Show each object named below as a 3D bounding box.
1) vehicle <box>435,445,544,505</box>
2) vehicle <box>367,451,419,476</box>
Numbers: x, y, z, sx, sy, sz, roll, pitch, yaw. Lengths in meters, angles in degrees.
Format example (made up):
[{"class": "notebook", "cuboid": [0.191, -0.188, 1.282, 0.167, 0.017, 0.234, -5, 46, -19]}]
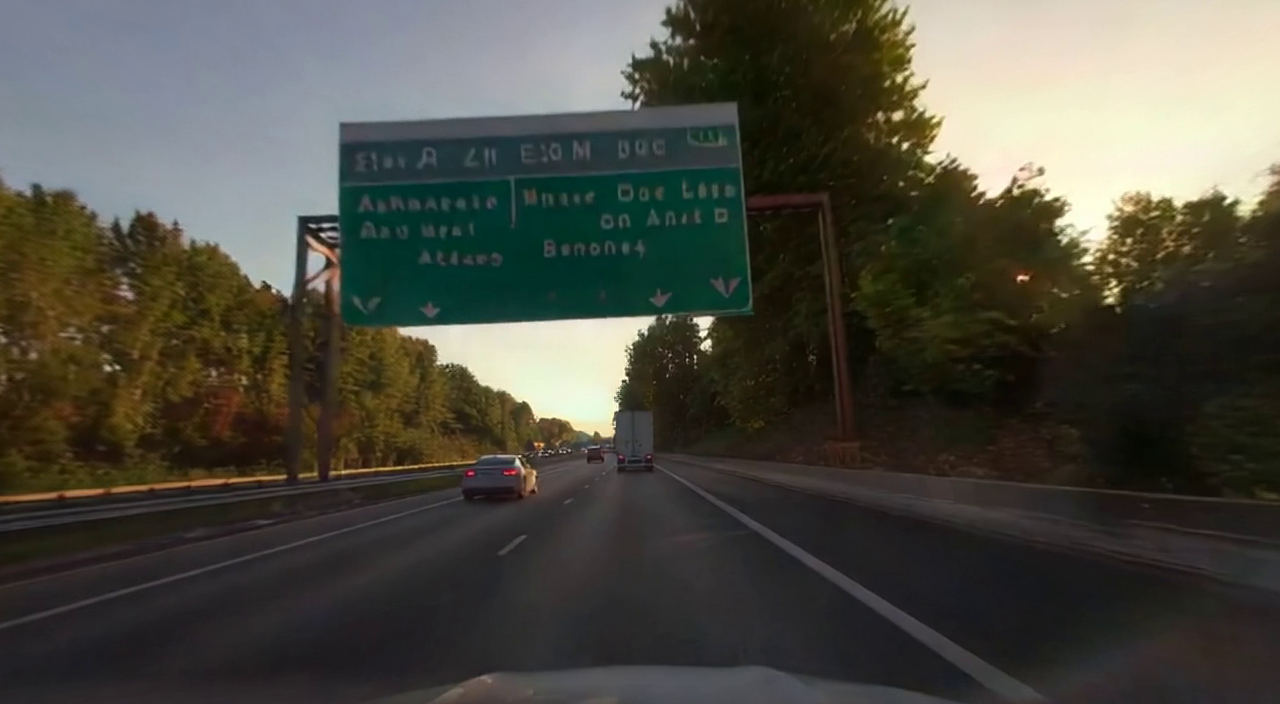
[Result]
[{"class": "vehicle", "cuboid": [-4.074, 3.406, 17.869, 1.968, 1.460, 4.227, 0, -9, 1]}, {"class": "vehicle", "cuboid": [-17.197, 7.765, 44.129, 1.896, 1.641, 4.116, 0, -9, 0]}]
